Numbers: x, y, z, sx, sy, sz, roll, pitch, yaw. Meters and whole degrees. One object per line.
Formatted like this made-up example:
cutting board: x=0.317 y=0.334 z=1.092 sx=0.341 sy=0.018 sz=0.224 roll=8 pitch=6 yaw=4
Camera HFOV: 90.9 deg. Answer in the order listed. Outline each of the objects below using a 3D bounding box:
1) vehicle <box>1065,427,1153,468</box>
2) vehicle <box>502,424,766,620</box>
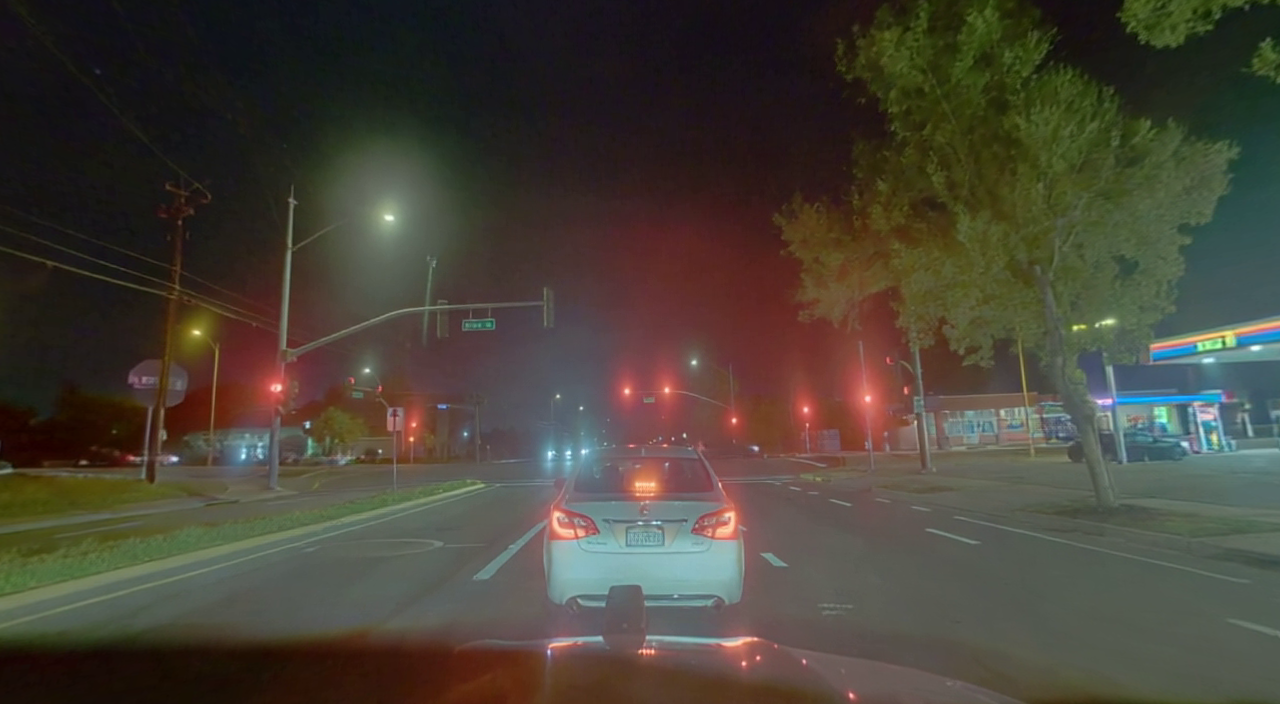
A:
vehicle: x=18.589 y=3.759 z=24.903 sx=4.091 sy=1.495 sz=2.053 roll=8 pitch=-12 yaw=-44
vehicle: x=-0.044 y=1.600 z=6.909 sx=2.010 sy=1.482 sz=4.057 roll=0 pitch=-8 yaw=0
